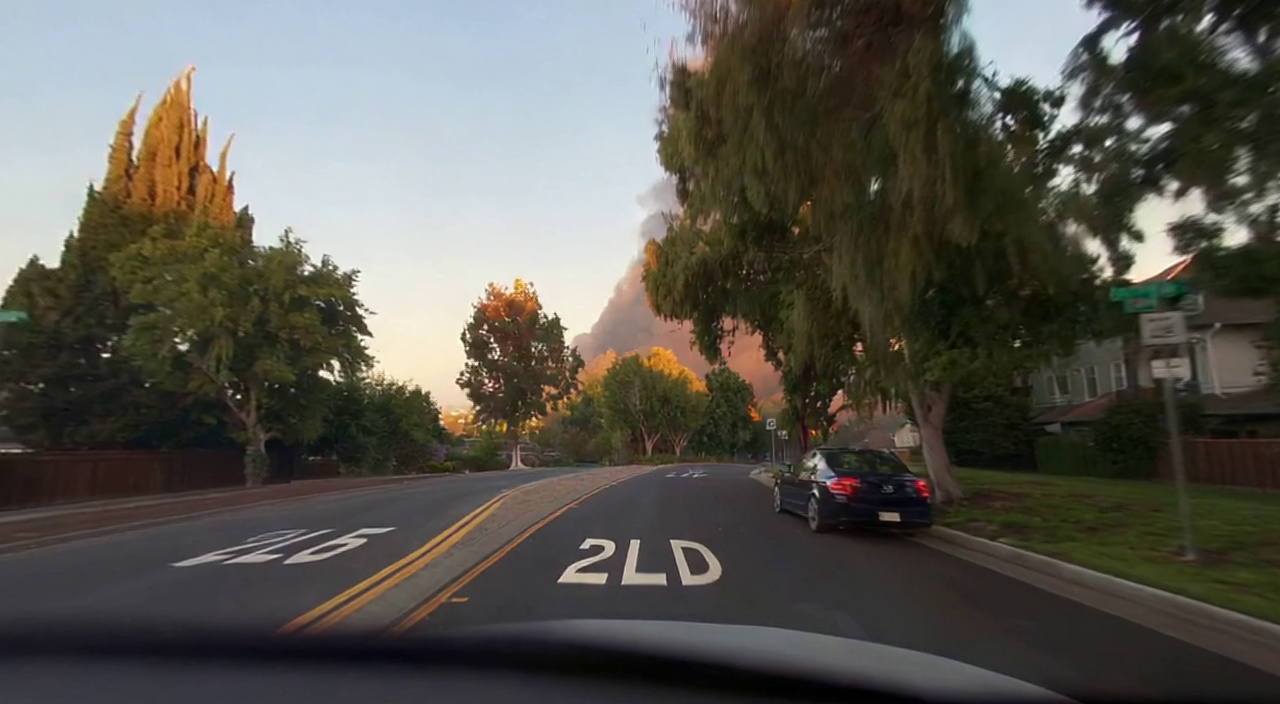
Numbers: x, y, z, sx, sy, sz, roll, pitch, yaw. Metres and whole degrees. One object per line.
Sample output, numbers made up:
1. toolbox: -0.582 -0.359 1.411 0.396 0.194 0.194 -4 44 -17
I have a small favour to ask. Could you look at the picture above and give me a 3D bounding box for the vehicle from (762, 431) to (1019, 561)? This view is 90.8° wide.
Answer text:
1. vehicle: 3.360 2.010 9.681 1.965 1.486 4.582 0 -8 -1
